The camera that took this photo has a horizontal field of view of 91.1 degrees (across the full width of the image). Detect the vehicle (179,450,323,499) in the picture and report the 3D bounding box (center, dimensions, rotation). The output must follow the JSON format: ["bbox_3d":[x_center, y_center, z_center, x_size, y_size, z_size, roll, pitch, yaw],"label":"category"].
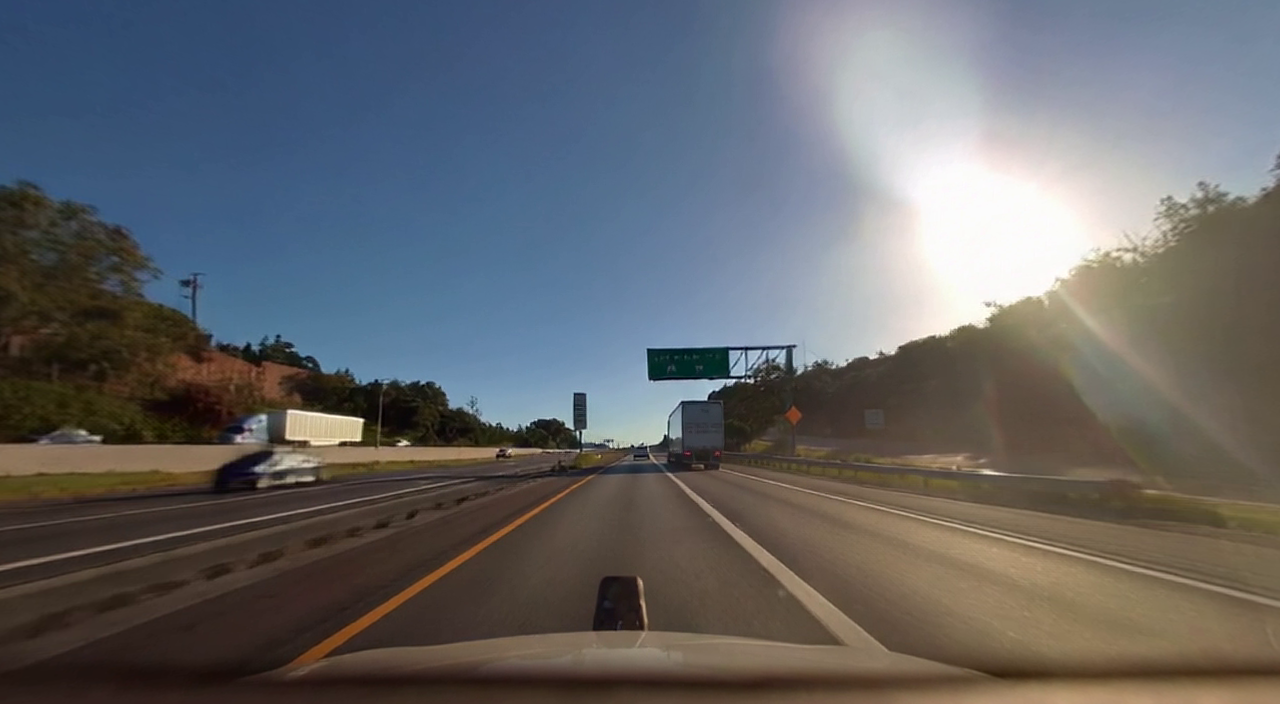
[{"bbox_3d":[-13.196,4.148,21.738,1.933,1.482,4.661,0,-9,1],"label":"vehicle"}]

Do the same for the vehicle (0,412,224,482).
[{"bbox_3d":[-26.515,4.631,30.487,2.964,2.690,14.306,0,-9,0],"label":"vehicle"}]

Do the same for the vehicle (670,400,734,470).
[{"bbox_3d":[3.994,5.913,43.815,3.185,4.154,12.638,0,-9,0],"label":"vehicle"}]

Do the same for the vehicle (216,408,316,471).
[{"bbox_3d":[-26.076,6.196,44.236,3.038,4.079,6.098,0,-9,1],"label":"vehicle"}]
